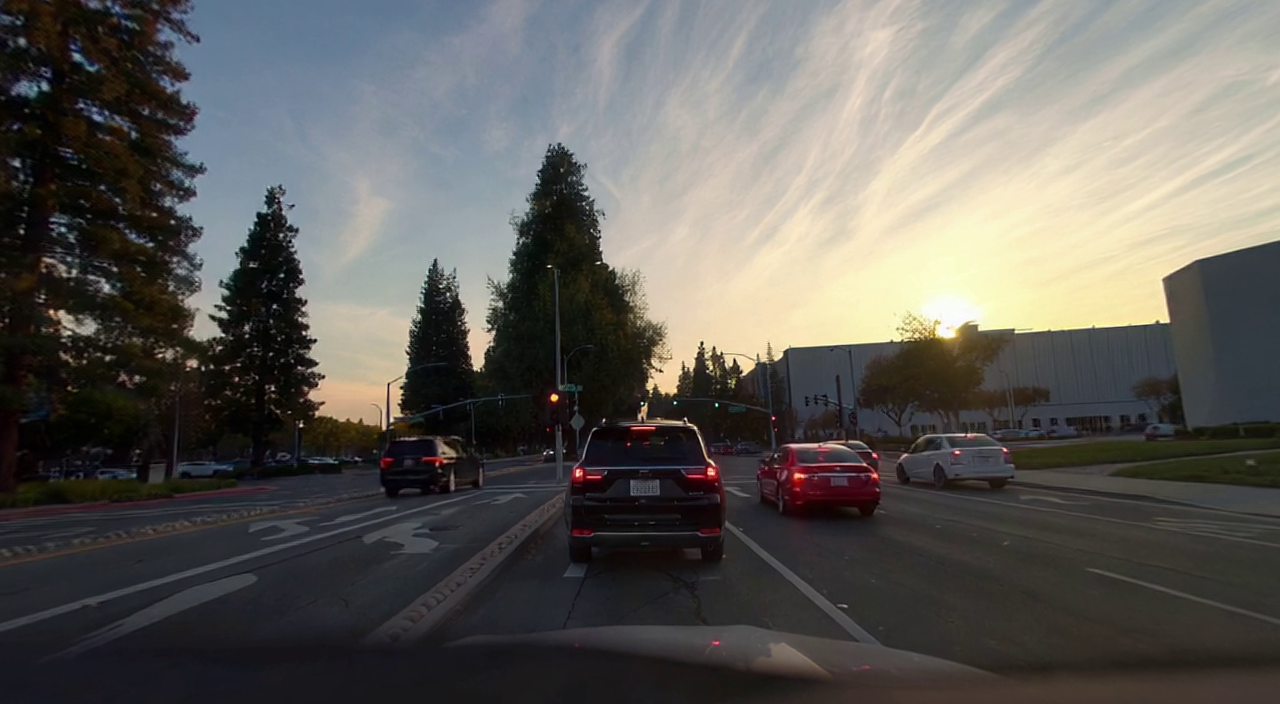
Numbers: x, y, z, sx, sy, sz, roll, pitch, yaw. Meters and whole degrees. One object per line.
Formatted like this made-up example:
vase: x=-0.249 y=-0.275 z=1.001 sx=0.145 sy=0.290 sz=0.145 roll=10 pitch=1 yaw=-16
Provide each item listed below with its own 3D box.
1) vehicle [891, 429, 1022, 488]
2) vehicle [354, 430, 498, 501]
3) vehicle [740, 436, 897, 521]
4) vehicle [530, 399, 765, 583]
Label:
vehicle: x=10.860 y=3.697 z=22.135 sx=2.123 sy=1.812 sz=4.553 roll=0 pitch=-9 yaw=-1
vehicle: x=-6.138 y=3.331 z=19.012 sx=2.555 sy=1.819 sz=5.145 roll=0 pitch=-9 yaw=0
vehicle: x=3.507 y=2.558 z=13.359 sx=1.997 sy=1.471 sz=4.321 roll=0 pitch=-9 yaw=-1
vehicle: x=0.062 y=1.655 z=8.260 sx=2.266 sy=1.762 sz=4.131 roll=0 pitch=-9 yaw=0
